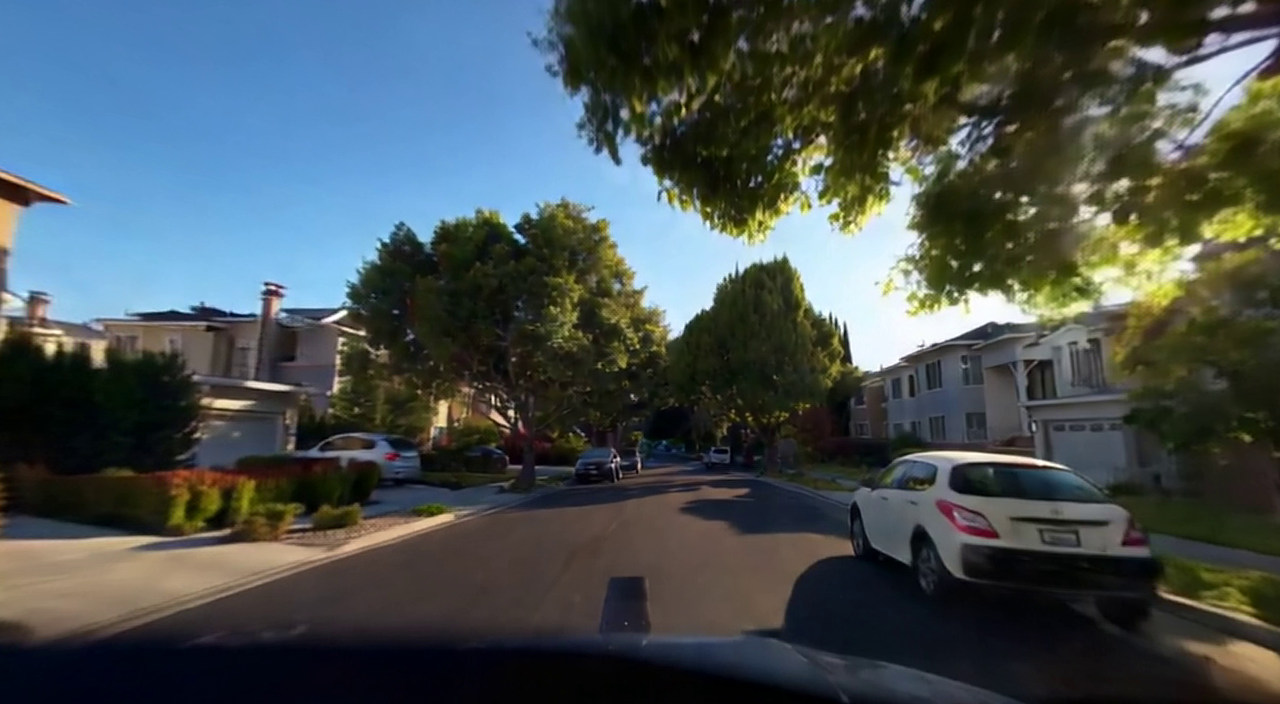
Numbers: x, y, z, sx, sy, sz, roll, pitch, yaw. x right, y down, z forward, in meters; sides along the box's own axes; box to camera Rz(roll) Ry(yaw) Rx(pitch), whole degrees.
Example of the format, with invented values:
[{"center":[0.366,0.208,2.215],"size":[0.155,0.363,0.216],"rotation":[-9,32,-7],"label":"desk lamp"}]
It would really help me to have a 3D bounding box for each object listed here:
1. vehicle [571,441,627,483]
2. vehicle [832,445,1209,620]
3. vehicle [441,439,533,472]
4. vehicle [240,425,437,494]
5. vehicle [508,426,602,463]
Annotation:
[{"center":[-1.716,4.865,27.949],"size":[1.974,1.664,4.539],"rotation":[-1,-9,3],"label":"vehicle"},{"center":[3.852,1.835,7.555],"size":[1.996,1.409,4.446],"rotation":[0,-8,4],"label":"vehicle"},{"center":[-8.184,5.572,34.027],"size":[4.414,1.658,1.988],"rotation":[0,-8,4],"label":"vehicle"},{"center":[-8.235,2.928,17.443],"size":[4.480,1.740,1.988],"rotation":[-1,-8,9],"label":"vehicle"},{"center":[-6.540,7.247,49.356],"size":[6.780,2.770,2.970],"rotation":[-1,-8,5],"label":"vehicle"}]
